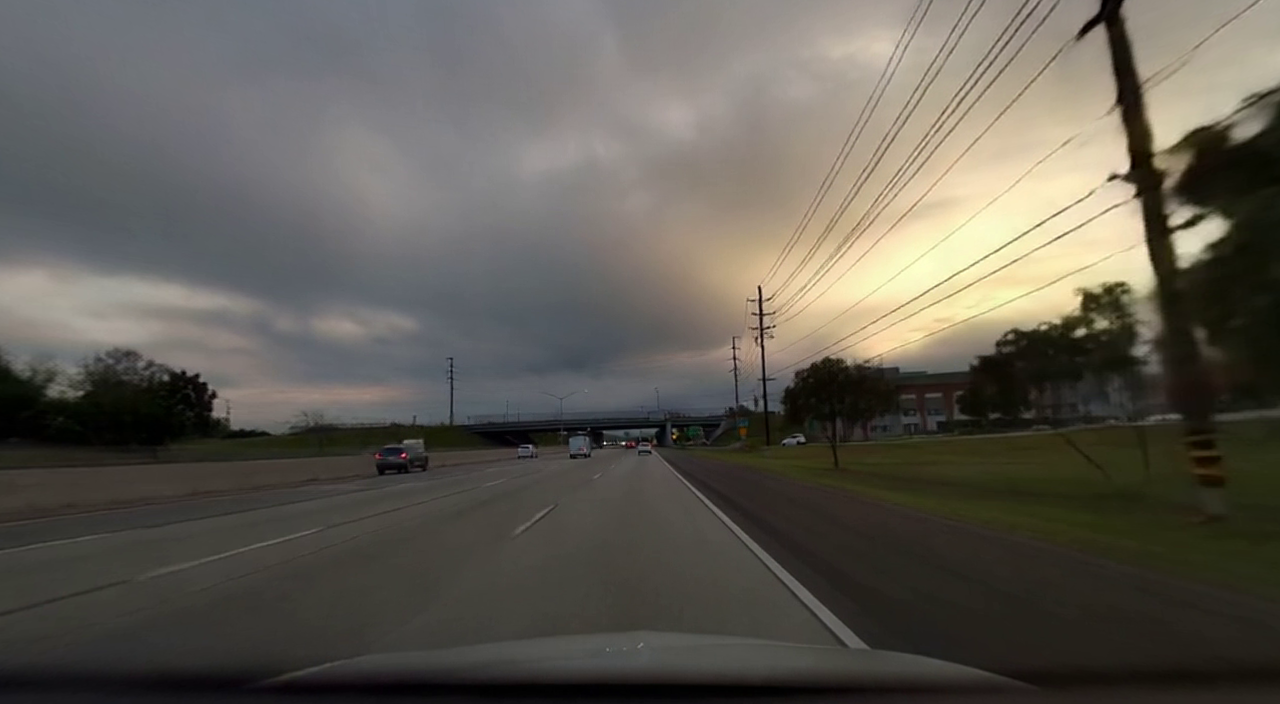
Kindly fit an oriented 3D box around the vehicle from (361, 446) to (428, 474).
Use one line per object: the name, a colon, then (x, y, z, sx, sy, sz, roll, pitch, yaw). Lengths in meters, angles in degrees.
vehicle: (-14.057, 6.217, 36.440, 1.988, 1.477, 4.442, 0, -8, 1)
